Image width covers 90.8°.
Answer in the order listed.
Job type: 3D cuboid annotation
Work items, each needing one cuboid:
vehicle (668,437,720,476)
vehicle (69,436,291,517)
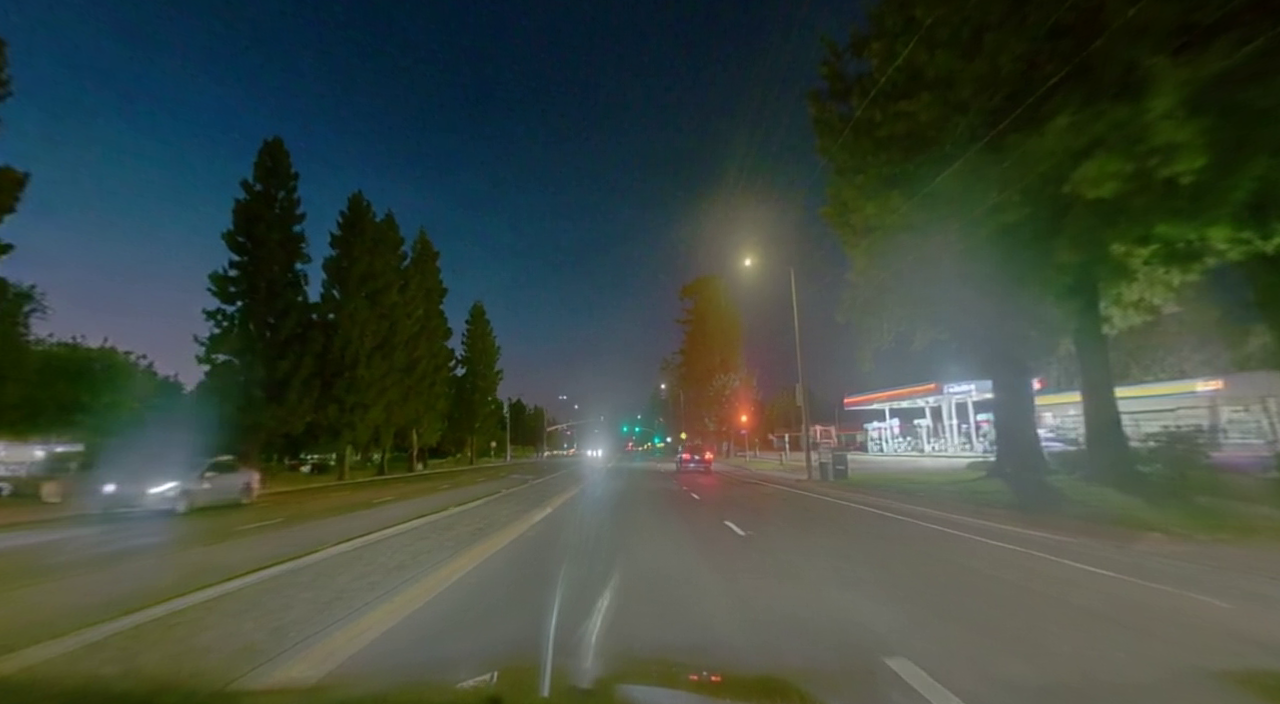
[{"bbox_3d":[2.712,5.392,32.781,2.115,1.840,4.777,0,-8,-1],"label":"vehicle"},{"bbox_3d":[-12.801,3.451,18.208,2.379,1.967,5.195,-1,-8,1],"label":"vehicle"}]
